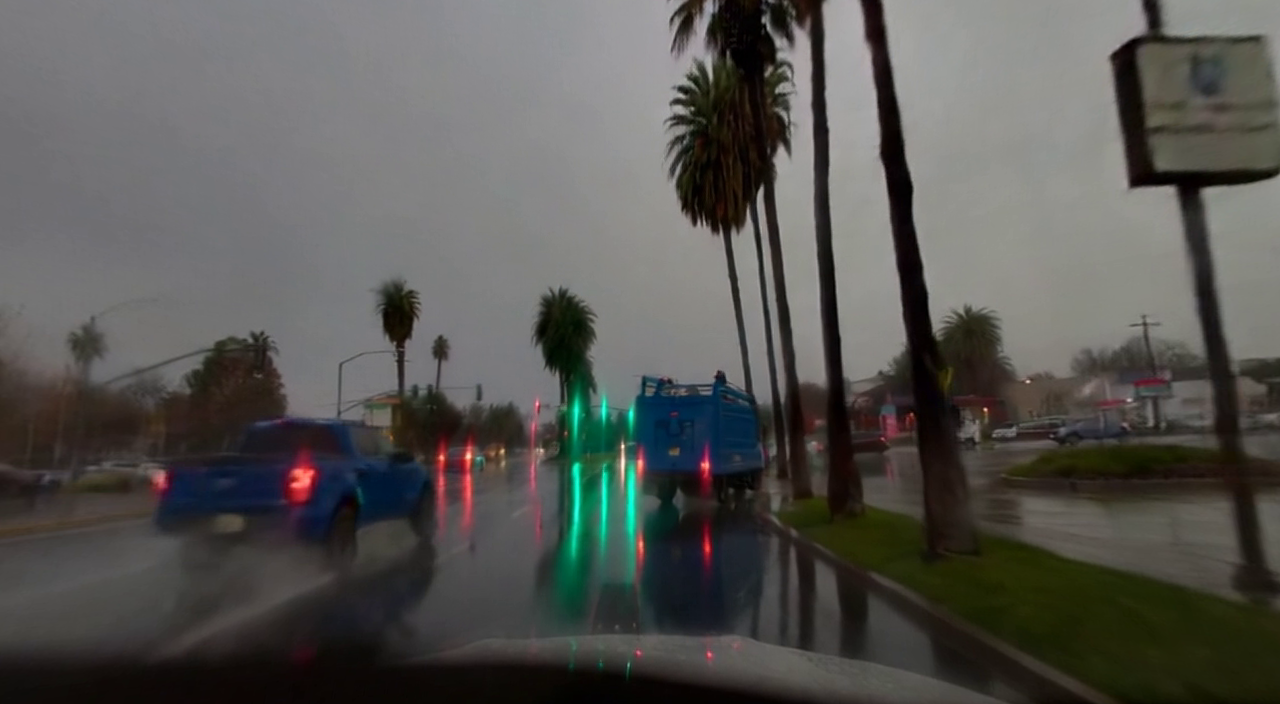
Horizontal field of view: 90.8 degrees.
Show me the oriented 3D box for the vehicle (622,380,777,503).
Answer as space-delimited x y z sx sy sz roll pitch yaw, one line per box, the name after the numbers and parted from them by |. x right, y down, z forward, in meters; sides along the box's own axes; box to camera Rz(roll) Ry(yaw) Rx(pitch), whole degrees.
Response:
1.986 2.634 18.571 2.463 2.954 5.938 -4 -9 27 | vehicle

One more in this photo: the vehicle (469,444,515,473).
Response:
-9.127 6.577 39.352 1.961 1.709 5.052 1 -8 -4 | vehicle

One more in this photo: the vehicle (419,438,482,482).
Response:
-7.856 4.485 26.559 1.997 1.679 4.263 1 -9 -10 | vehicle

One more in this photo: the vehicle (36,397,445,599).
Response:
-4.190 1.607 7.876 2.102 1.744 4.630 0 -8 -1 | vehicle
